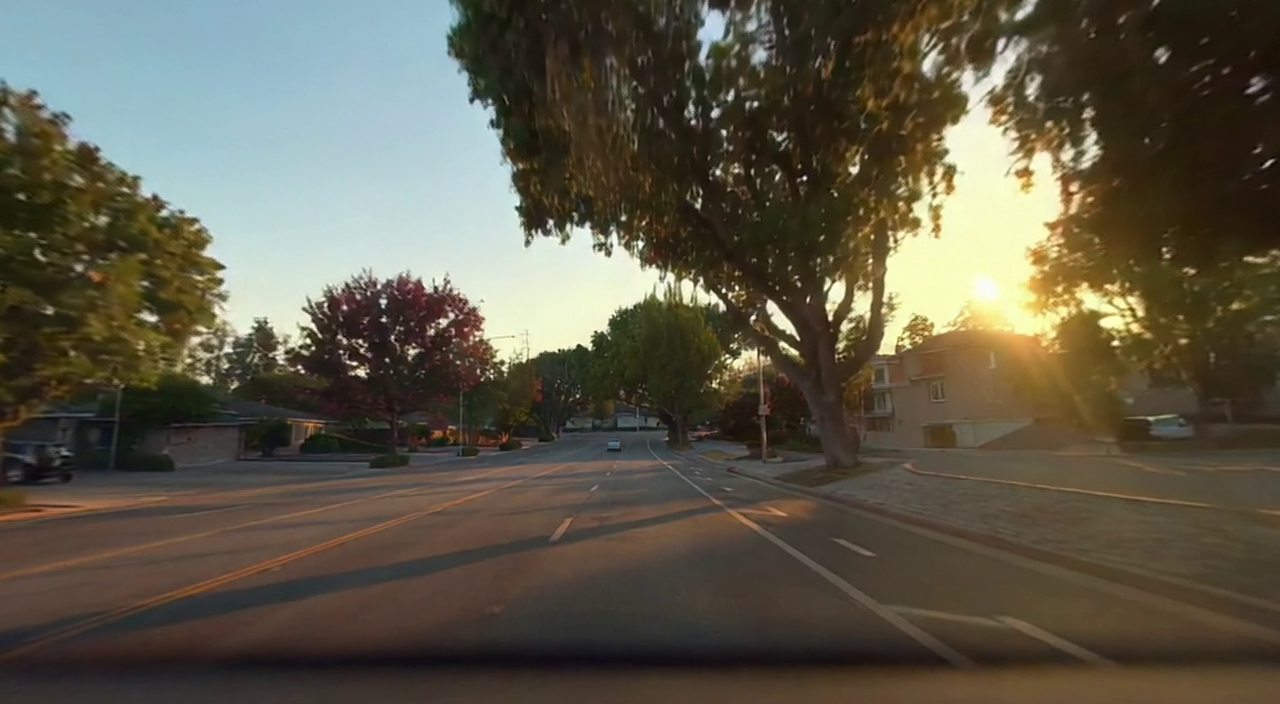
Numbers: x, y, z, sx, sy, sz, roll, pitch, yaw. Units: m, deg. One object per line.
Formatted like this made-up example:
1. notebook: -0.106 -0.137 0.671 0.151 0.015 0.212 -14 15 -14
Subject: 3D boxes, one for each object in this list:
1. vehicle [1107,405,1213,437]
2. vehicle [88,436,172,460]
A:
1. vehicle: 28.273 3.830 34.605 1.797 1.563 4.669 0 -9 0
2. vehicle: -34.924 6.578 43.429 1.831 1.567 4.342 -2 -8 6
